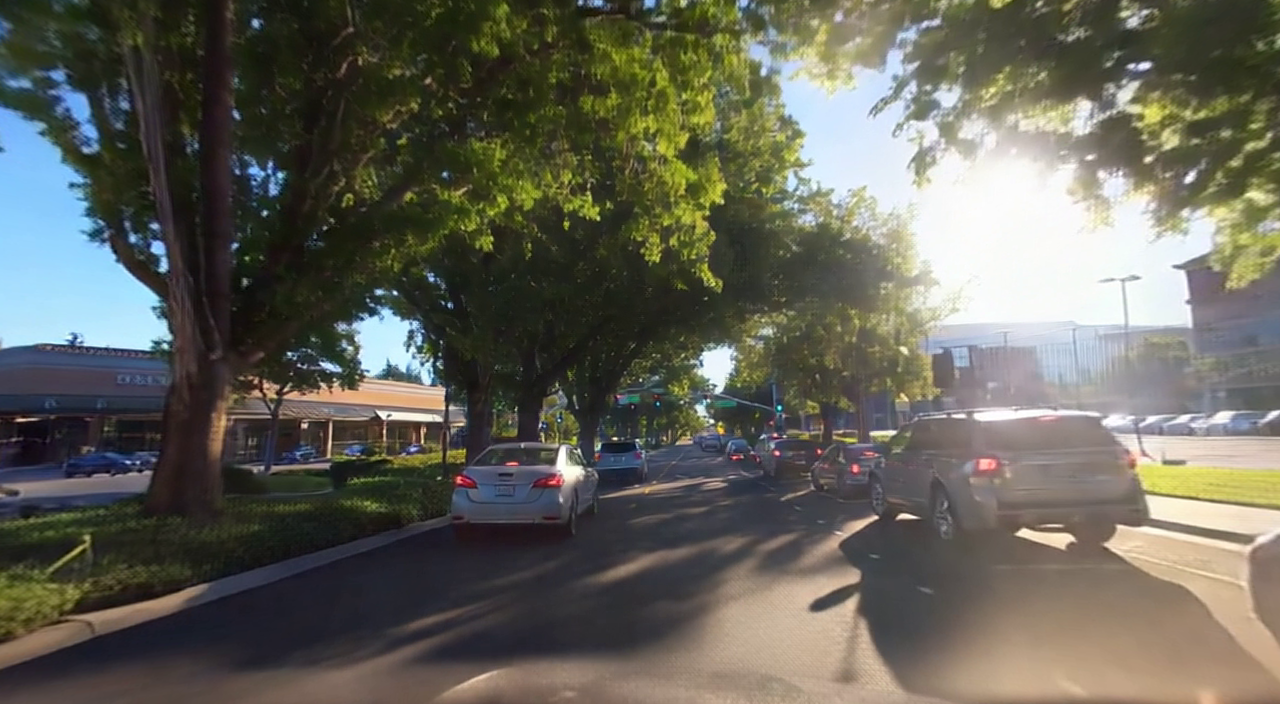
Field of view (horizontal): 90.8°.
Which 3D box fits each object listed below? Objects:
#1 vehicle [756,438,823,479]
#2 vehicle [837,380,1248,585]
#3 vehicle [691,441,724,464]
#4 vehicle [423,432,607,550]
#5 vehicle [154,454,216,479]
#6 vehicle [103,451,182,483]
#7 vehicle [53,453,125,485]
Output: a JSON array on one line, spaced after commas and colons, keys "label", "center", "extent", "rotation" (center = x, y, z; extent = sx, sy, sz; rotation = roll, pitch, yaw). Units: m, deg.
[{"label": "vehicle", "center": [5.852, 4.207, 25.283], "extent": [1.910, 1.493, 4.490], "rotation": [-1, -8, 4]}, {"label": "vehicle", "center": [4.672, 1.644, 8.858], "extent": [2.324, 1.907, 5.634], "rotation": [-1, -8, 4]}, {"label": "vehicle", "center": [4.545, 6.860, 43.296], "extent": [2.095, 1.473, 4.301], "rotation": [-1, -8, 4]}, {"label": "vehicle", "center": [-1.715, 2.097, 10.281], "extent": [1.968, 1.497, 4.286], "rotation": [0, -8, 2]}, {"label": "vehicle", "center": [-27.042, 6.766, 37.533], "extent": [3.527, 1.390, 1.681], "rotation": [-5, -10, 32]}, {"label": "vehicle", "center": [-27.575, 6.320, 34.978], "extent": [4.127, 1.583, 1.978], "rotation": [-5, -10, 31]}, {"label": "vehicle", "center": [-28.018, 5.899, 32.101], "extent": [3.865, 1.499, 1.804], "rotation": [-6, -10, 36]}]
